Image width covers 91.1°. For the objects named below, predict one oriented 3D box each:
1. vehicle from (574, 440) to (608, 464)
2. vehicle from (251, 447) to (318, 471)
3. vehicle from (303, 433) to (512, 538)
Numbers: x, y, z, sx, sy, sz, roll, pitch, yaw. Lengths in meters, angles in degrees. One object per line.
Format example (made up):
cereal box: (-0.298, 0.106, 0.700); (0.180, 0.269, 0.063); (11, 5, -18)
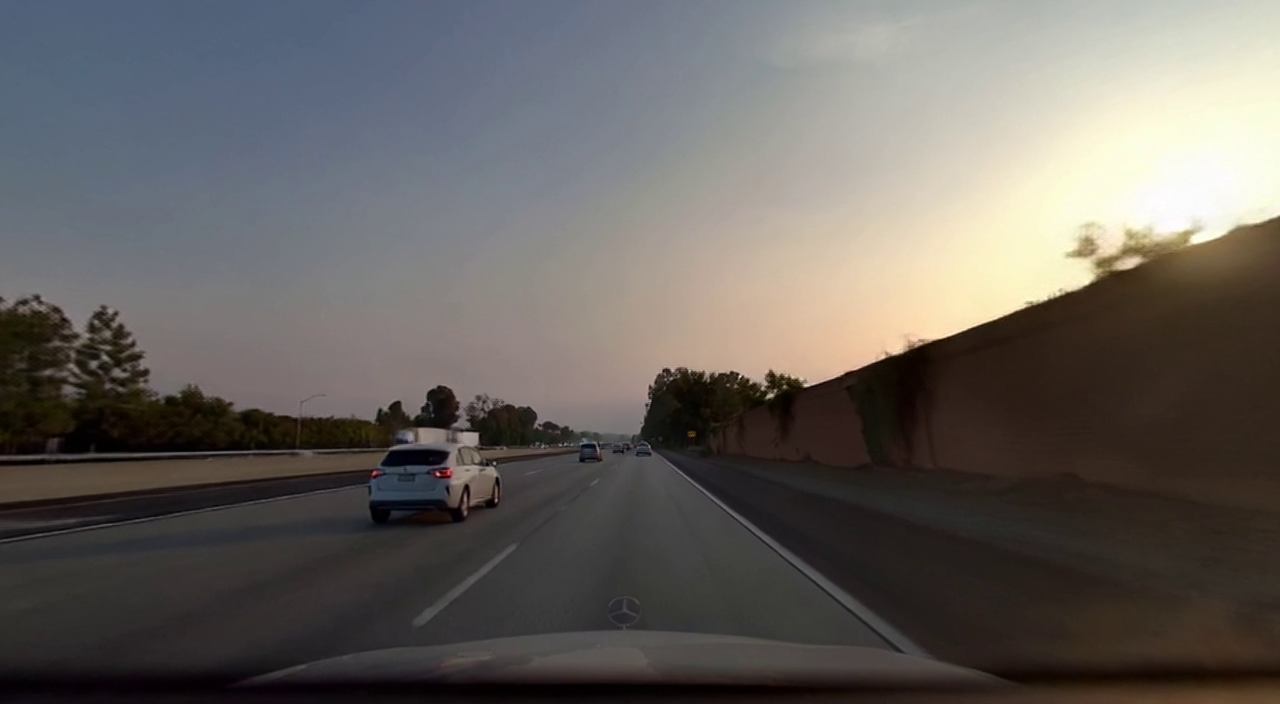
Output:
vehicle: (-3.537, 7.254, 45.845); (2.036, 1.636, 4.511); (-1, -8, 1)
vehicle: (-24.716, 7.436, 43.824); (1.856, 1.487, 4.570); (-1, -8, 2)
vehicle: (-3.860, 2.294, 11.523); (1.945, 1.484, 4.803); (-1, -8, 1)
